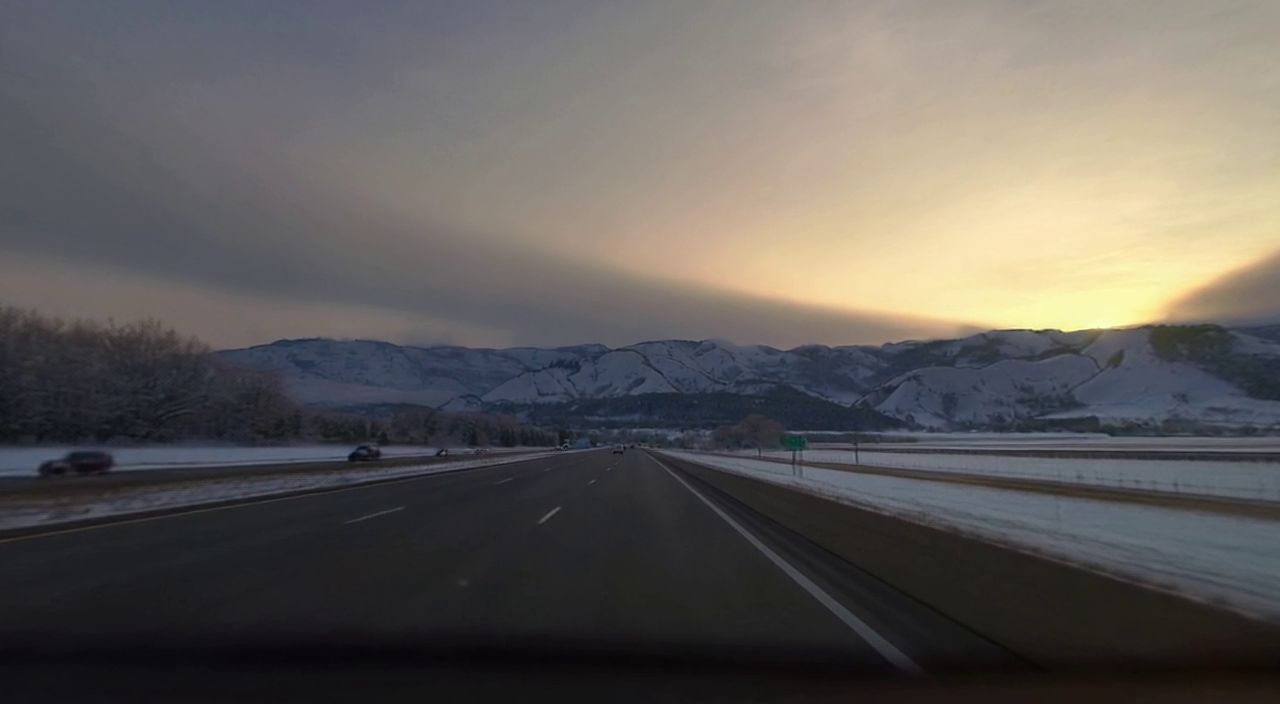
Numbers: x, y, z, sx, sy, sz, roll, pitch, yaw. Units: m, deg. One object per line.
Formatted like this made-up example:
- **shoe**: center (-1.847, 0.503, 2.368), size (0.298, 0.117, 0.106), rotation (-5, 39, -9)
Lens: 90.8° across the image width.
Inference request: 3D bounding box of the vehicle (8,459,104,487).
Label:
- **vehicle**: center (-36.361, 7.533, 39.494), size (1.829, 1.558, 4.296), rotation (0, -8, 0)
